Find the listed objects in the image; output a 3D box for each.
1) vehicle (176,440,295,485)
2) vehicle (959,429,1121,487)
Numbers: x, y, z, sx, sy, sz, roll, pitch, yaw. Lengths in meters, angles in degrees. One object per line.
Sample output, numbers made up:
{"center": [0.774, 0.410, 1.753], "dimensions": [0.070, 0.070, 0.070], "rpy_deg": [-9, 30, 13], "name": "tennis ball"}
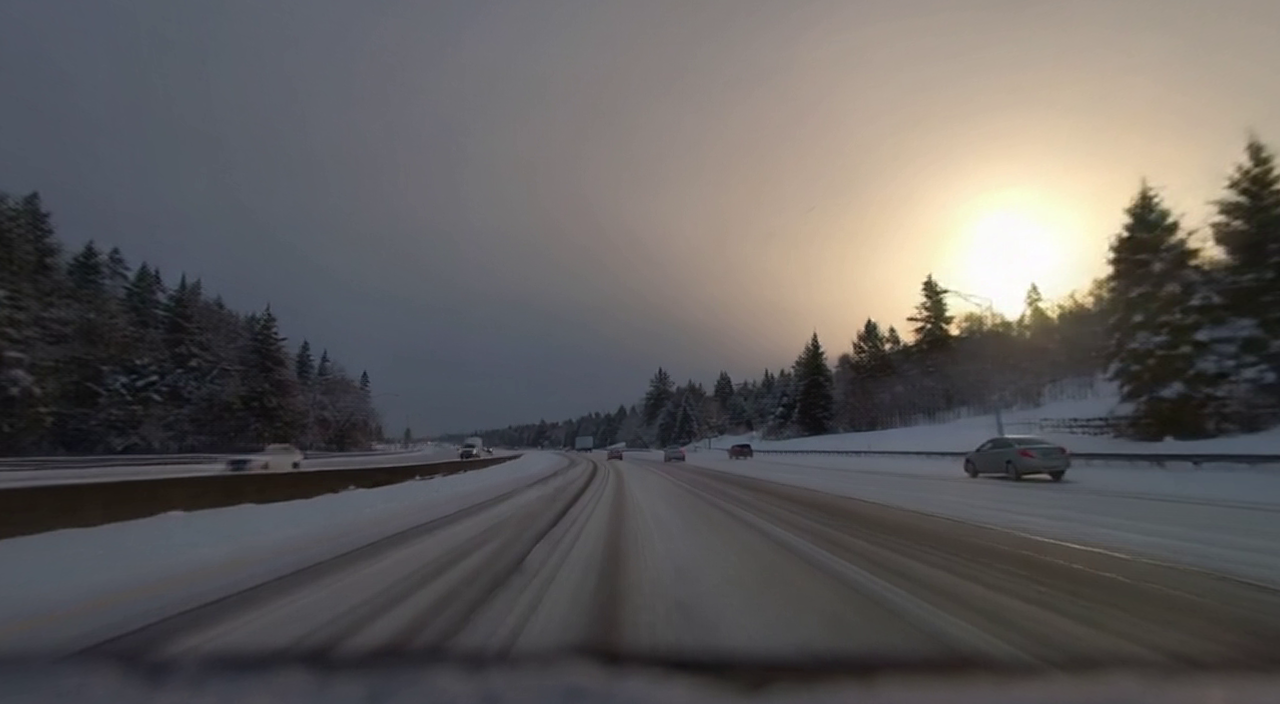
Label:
{"center": [-20.267, 5.546, 31.984], "dimensions": [2.258, 2.026, 5.866], "rpy_deg": [0, -9, -2], "name": "vehicle"}
{"center": [13.887, 3.737, 22.419], "dimensions": [2.107, 1.803, 5.385], "rpy_deg": [0, -9, -1], "name": "vehicle"}
